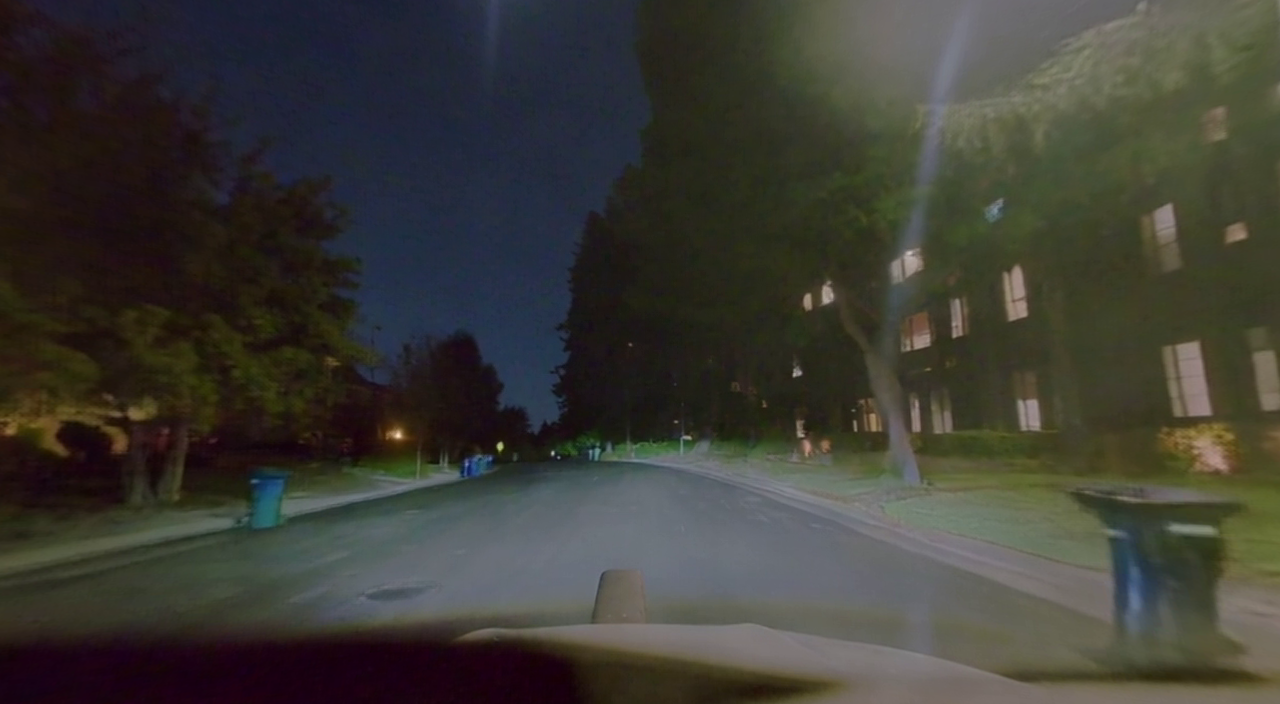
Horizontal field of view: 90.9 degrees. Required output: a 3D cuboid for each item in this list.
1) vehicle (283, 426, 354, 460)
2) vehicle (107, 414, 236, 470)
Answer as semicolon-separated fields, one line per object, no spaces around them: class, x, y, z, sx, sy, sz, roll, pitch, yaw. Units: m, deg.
vehicle;-19.903;5.676;39.271;2.407;1.912;5.091;1;-9;-9
vehicle;-17.845;3.474;24.327;2.276;1.948;4.164;2;-9;-11
